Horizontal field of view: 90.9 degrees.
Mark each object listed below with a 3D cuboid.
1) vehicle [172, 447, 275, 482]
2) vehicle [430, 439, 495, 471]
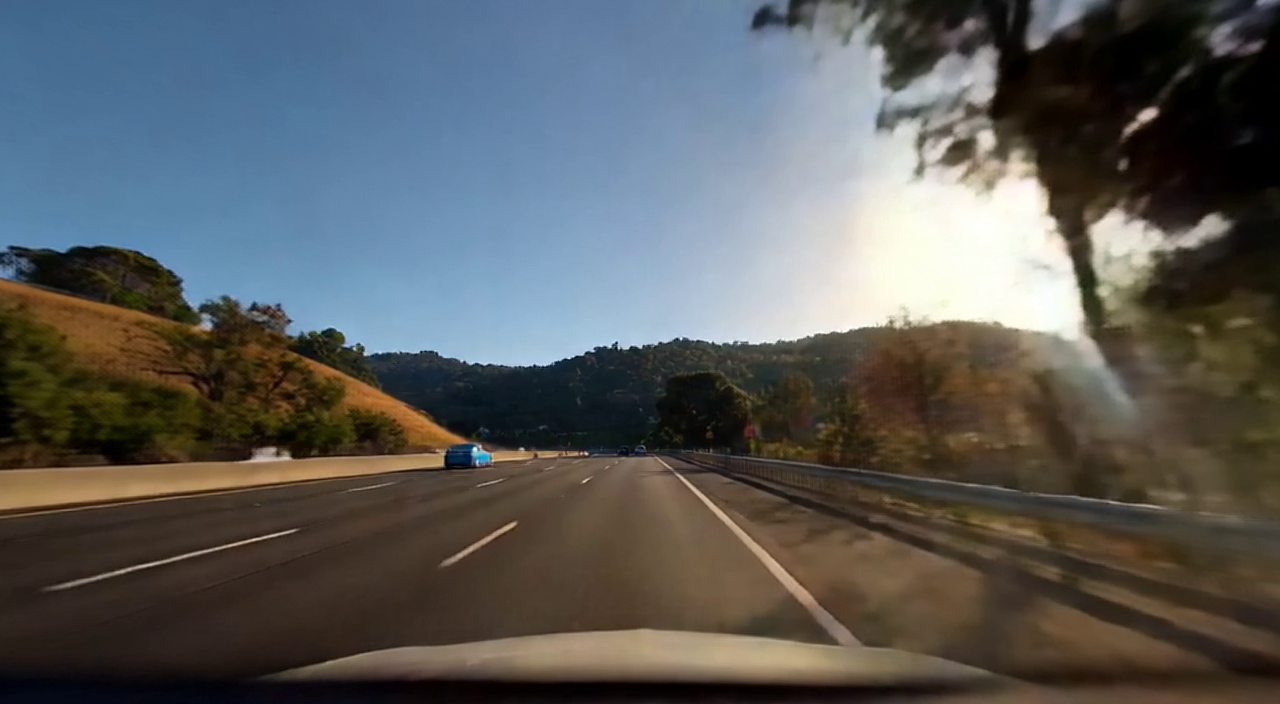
[{"bbox_3d":[-20.055,5.395,30.632,1.884,1.507,4.491,0,-8,1],"label":"vehicle"},{"bbox_3d":[-10.224,5.970,36.751,2.152,1.753,4.972,0,-8,2],"label":"vehicle"}]
